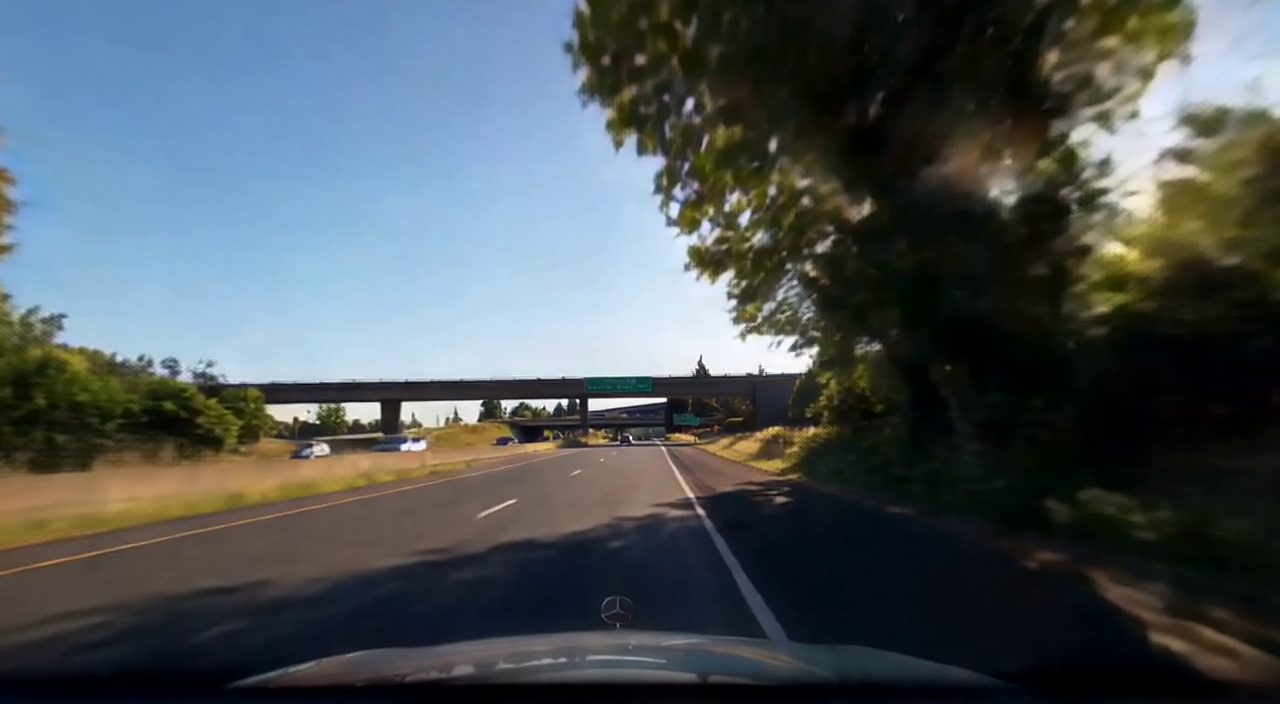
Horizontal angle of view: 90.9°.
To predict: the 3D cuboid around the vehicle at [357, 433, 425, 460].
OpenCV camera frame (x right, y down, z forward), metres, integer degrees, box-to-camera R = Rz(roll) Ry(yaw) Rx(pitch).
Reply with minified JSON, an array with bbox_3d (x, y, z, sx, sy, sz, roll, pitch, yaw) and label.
[{"bbox_3d":[-15.299,5.799,39.053,2.223,1.560,4.808,0,-8,0],"label":"vehicle"}]
